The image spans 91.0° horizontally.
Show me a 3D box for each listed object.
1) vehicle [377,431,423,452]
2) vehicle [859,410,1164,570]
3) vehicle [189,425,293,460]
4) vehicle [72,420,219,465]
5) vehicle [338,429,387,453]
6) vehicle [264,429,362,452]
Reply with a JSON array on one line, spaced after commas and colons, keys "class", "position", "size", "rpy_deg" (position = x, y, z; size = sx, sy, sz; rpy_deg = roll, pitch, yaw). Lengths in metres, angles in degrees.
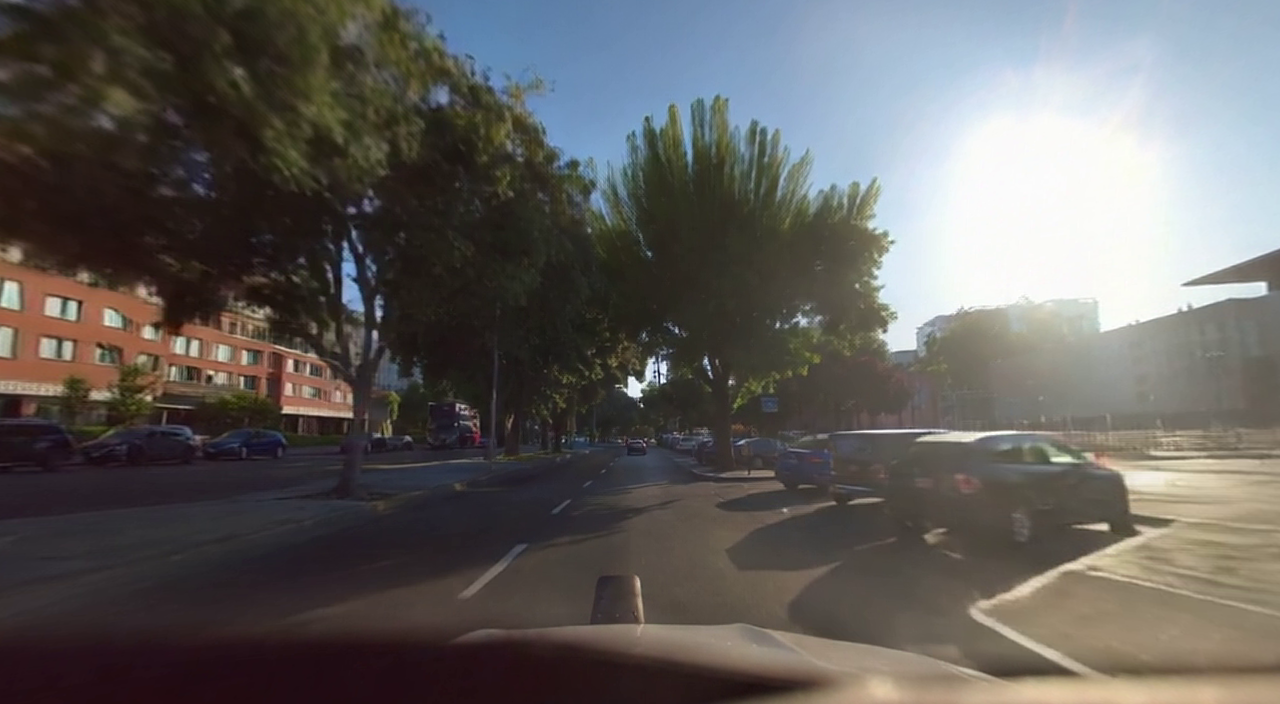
[{"class": "vehicle", "position": [-18.847, 7.074, 49.622], "size": [1.909, 1.518, 4.459], "rpy_deg": [-1, -8, 0]}, {"class": "vehicle", "position": [4.714, 1.582, 7.930], "size": [3.531, 1.529, 1.903], "rpy_deg": [5, -10, -35]}, {"class": "vehicle", "position": [-18.730, 4.305, 29.865], "size": [1.869, 1.494, 4.833], "rpy_deg": [0, -8, -1]}, {"class": "vehicle", "position": [-18.434, 3.421, 23.798], "size": [1.811, 1.502, 4.639], "rpy_deg": [-1, -8, 0]}, {"class": "vehicle", "position": [-19.165, 6.190, 43.633], "size": [1.792, 1.554, 3.682], "rpy_deg": [0, -8, -1]}, {"class": "vehicle", "position": [-19.178, 5.273, 37.324], "size": [2.389, 1.206, 6.247], "rpy_deg": [-1, -8, 1]}]
